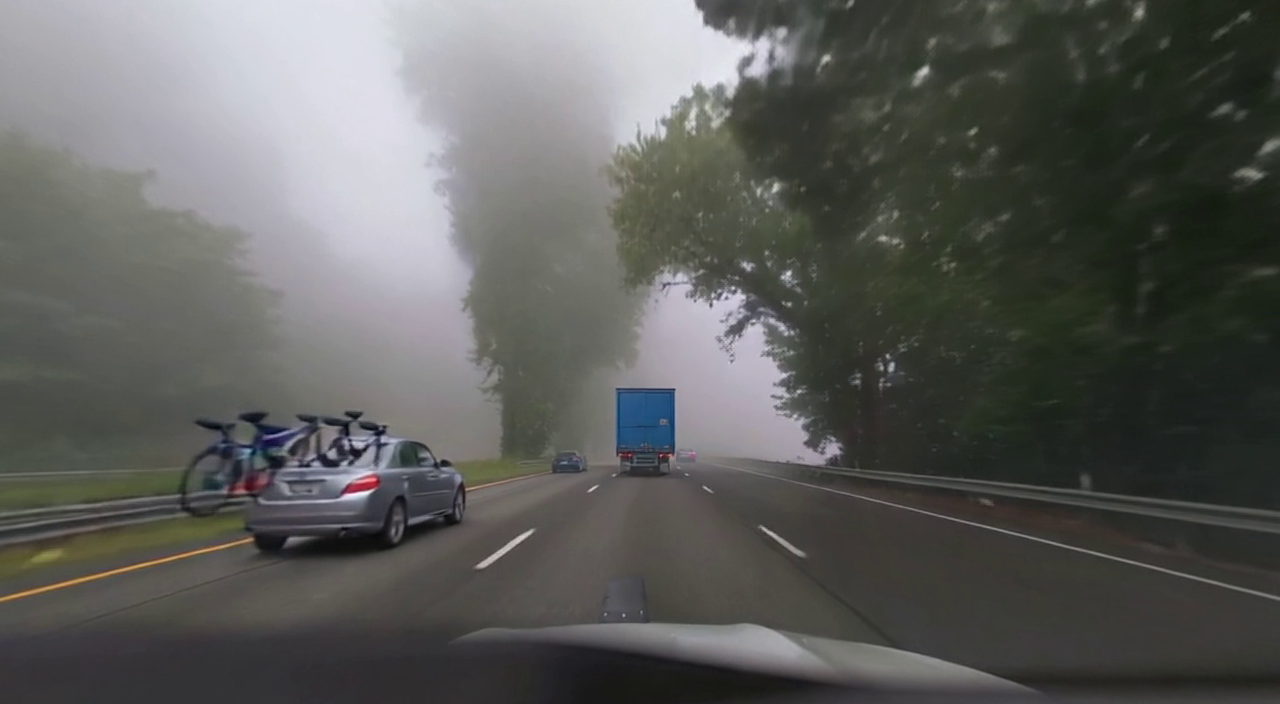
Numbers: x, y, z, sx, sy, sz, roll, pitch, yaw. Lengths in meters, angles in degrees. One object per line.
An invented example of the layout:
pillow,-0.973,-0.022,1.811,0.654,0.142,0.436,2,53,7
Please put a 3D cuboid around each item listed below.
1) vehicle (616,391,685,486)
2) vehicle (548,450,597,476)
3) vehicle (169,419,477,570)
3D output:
vehicle,0.560,4.232,30.364,2.821,3.878,8.925,0,-9,2
vehicle,-3.800,6.351,36.348,2.133,1.358,4.870,0,-9,2
vehicle,-4.084,1.927,9.305,2.018,1.632,4.722,0,-9,1
